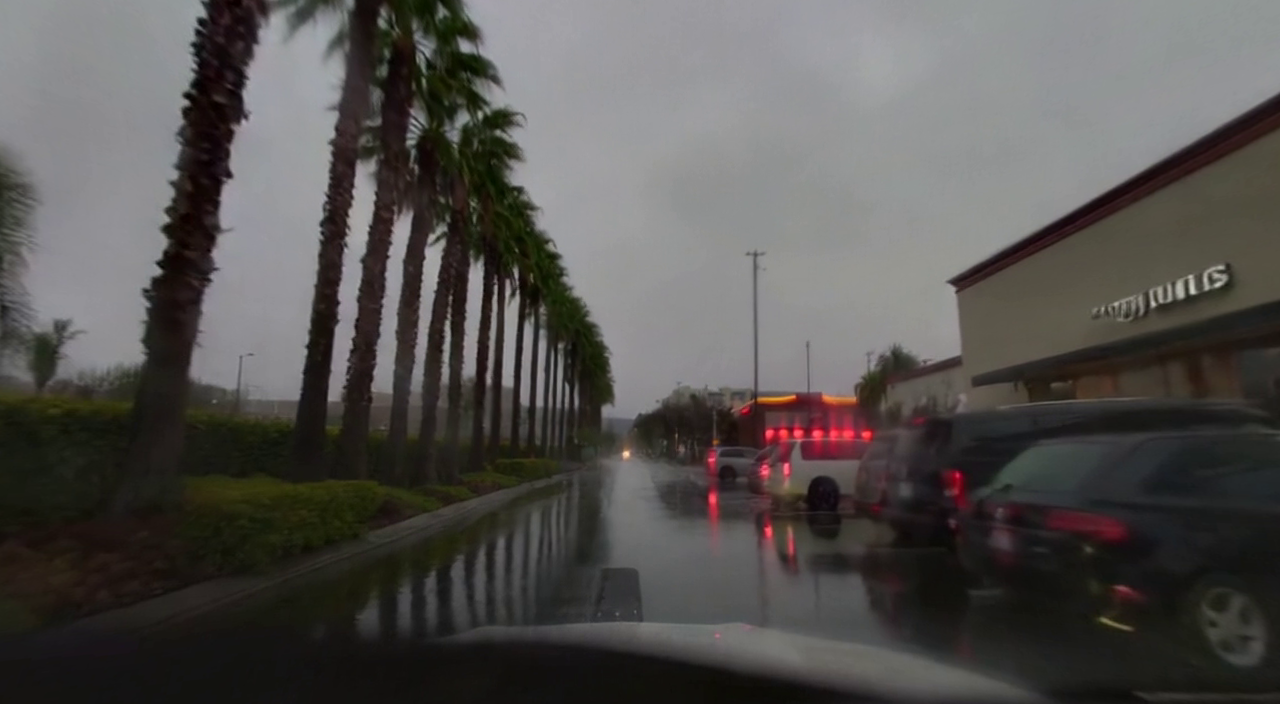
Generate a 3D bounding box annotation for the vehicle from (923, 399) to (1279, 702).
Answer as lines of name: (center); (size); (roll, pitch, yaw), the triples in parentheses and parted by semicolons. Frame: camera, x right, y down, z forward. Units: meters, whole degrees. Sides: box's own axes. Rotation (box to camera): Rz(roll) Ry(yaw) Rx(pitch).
vehicle: (5.044, 1.302, 4.805); (4.787, 1.747, 1.956); (0, -9, -1)
